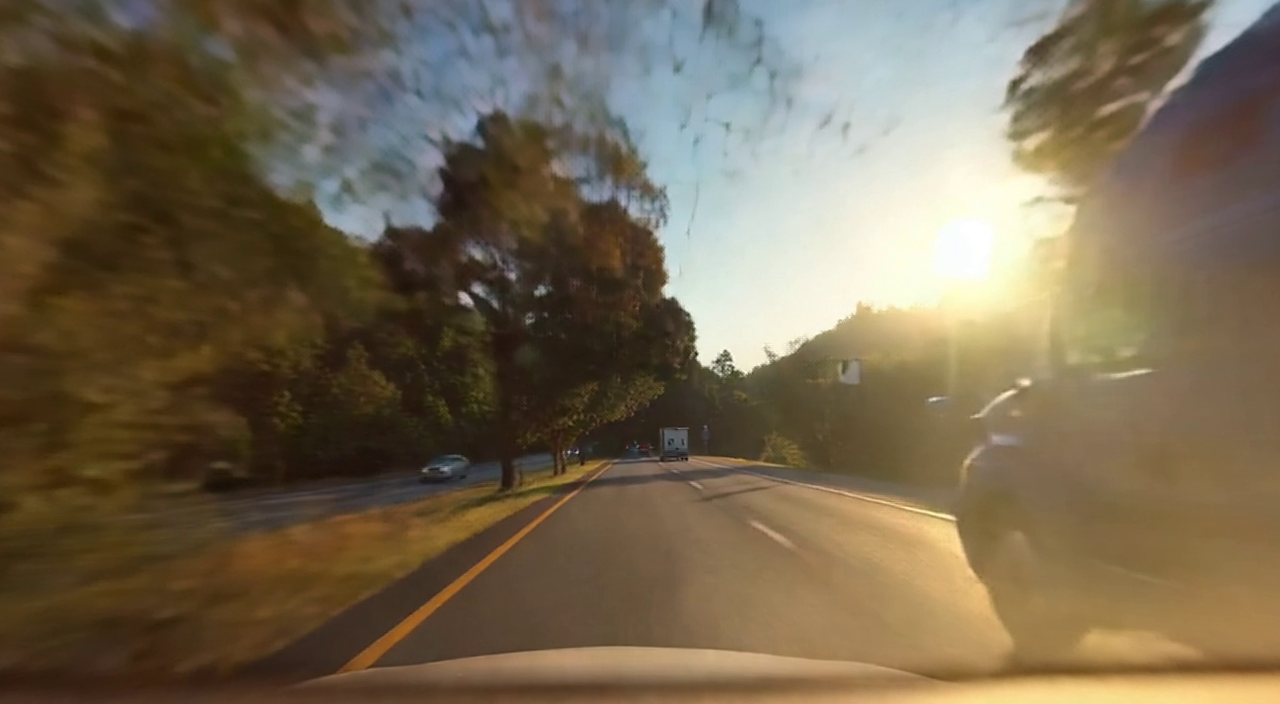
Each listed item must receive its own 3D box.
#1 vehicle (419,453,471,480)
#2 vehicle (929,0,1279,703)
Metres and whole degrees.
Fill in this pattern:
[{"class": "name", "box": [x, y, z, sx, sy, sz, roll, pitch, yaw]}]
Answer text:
[{"class": "vehicle", "box": [-12.406, 7.271, 40.232, 1.923, 1.507, 4.349, -1, -8, 0]}, {"class": "vehicle", "box": [4.241, -0.331, 0.600, 3.101, 3.507, 9.878, 0, -8, -1]}]
